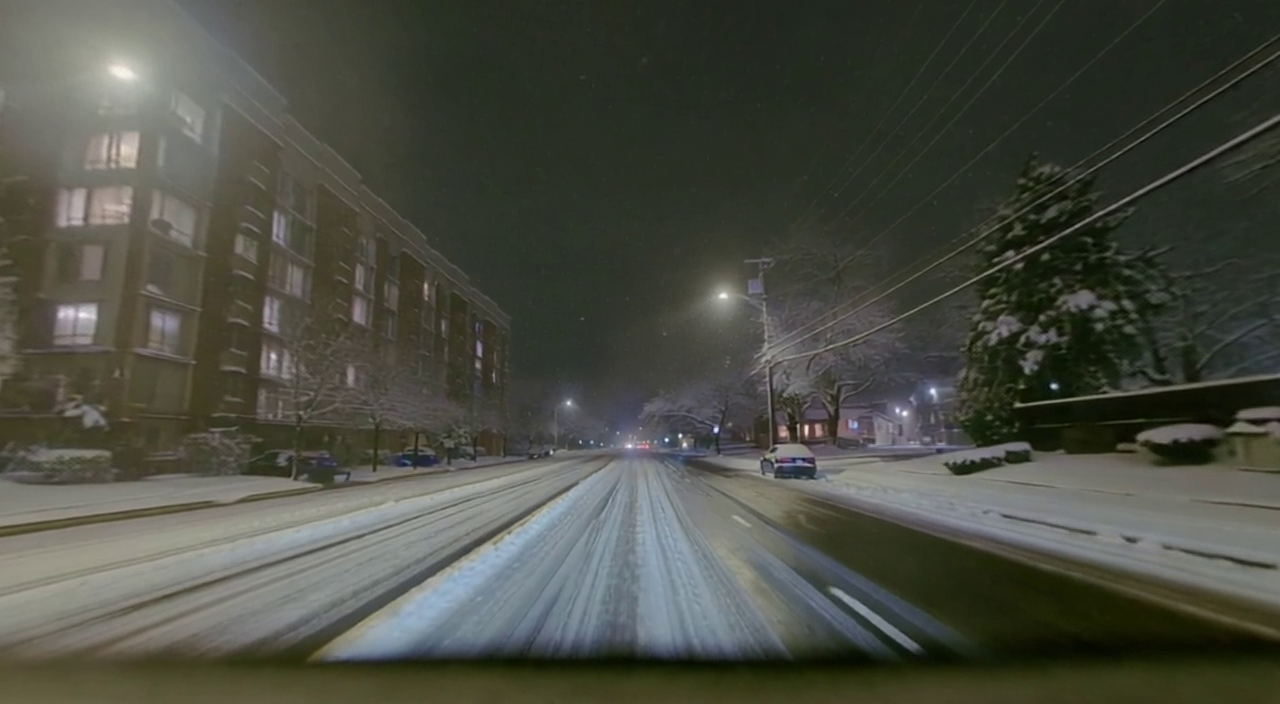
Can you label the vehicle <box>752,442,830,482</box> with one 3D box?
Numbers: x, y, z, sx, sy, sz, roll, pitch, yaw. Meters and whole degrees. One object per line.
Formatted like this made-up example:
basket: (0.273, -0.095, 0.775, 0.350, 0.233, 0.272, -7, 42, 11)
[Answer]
vehicle: (6.283, 4.632, 26.850, 1.948, 1.526, 4.518, 0, -9, -3)
